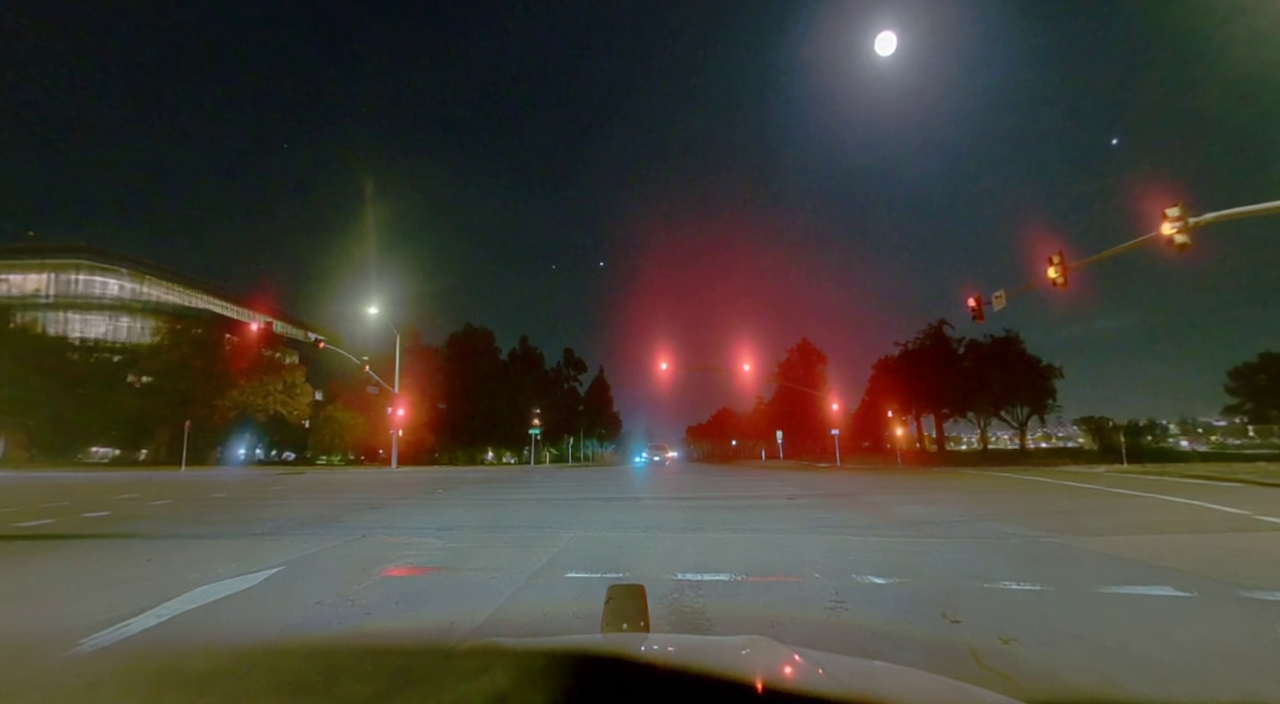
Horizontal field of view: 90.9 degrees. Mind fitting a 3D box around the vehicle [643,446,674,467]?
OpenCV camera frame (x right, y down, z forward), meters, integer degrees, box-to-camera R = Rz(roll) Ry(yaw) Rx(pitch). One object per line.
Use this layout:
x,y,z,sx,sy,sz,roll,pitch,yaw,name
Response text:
1.291,7.637,46.444,2.132,1.449,4.235,0,-9,0,vehicle
